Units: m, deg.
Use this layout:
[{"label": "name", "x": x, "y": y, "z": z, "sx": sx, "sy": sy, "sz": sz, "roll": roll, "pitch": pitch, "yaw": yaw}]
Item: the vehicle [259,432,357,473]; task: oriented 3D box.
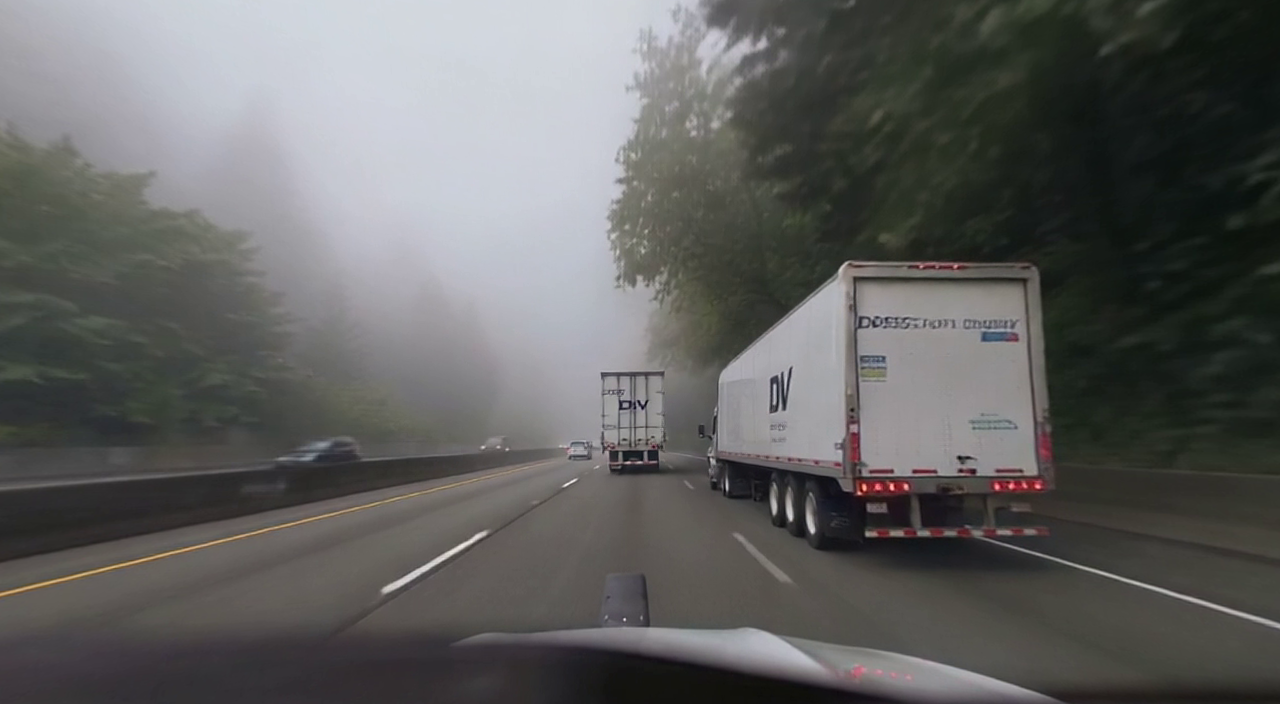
[{"label": "vehicle", "x": -13.554, "y": 4.111, "z": 26.021, "sx": 1.790, "sy": 1.518, "sz": 4.111, "roll": 0, "pitch": -8, "yaw": 0}]

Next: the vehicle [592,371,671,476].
[{"label": "vehicle", "x": -0.438, "y": 3.381, "z": 28.844, "sx": 2.969, "sy": 3.957, "sz": 10.270, "roll": 0, "pitch": -8, "yaw": -1}]
